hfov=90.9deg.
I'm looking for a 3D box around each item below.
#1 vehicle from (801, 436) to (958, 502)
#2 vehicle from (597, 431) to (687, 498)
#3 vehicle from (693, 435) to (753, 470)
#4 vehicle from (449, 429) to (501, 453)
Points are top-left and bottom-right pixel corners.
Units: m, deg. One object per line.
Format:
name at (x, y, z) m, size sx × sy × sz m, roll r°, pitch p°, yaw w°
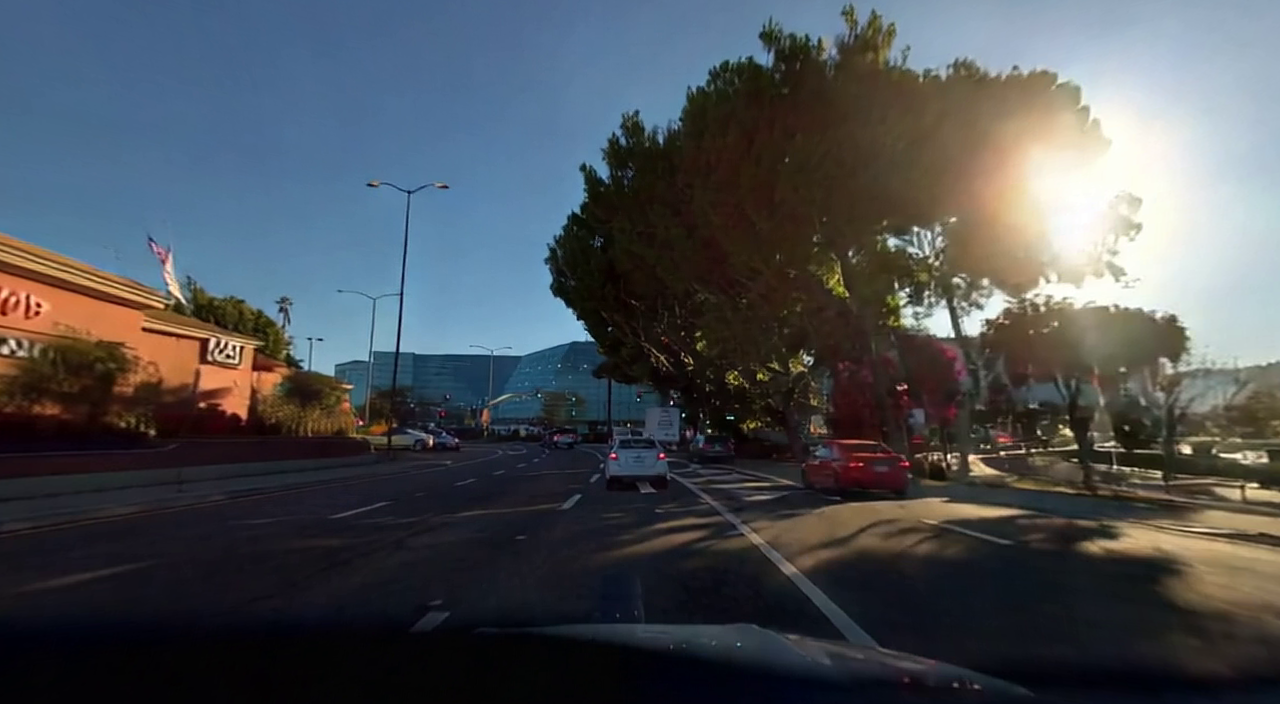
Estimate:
vehicle at (5.852, 2.885, 16.183) m, size 2.081 × 1.434 × 4.833 m, roll 0°, pitch -8°, yaw -1°
vehicle at (0.027, 2.735, 15.808) m, size 1.991 × 1.472 × 3.518 m, roll 0°, pitch -8°, yaw -1°
vehicle at (3.641, 4.474, 28.321) m, size 1.889 × 1.480 × 3.876 m, roll 1°, pitch -8°, yaw -4°
vehicle at (-12.858, 6.864, 48.869) m, size 2.150 × 1.758 × 5.255 m, roll 5°, pitch -9°, yaw -34°
